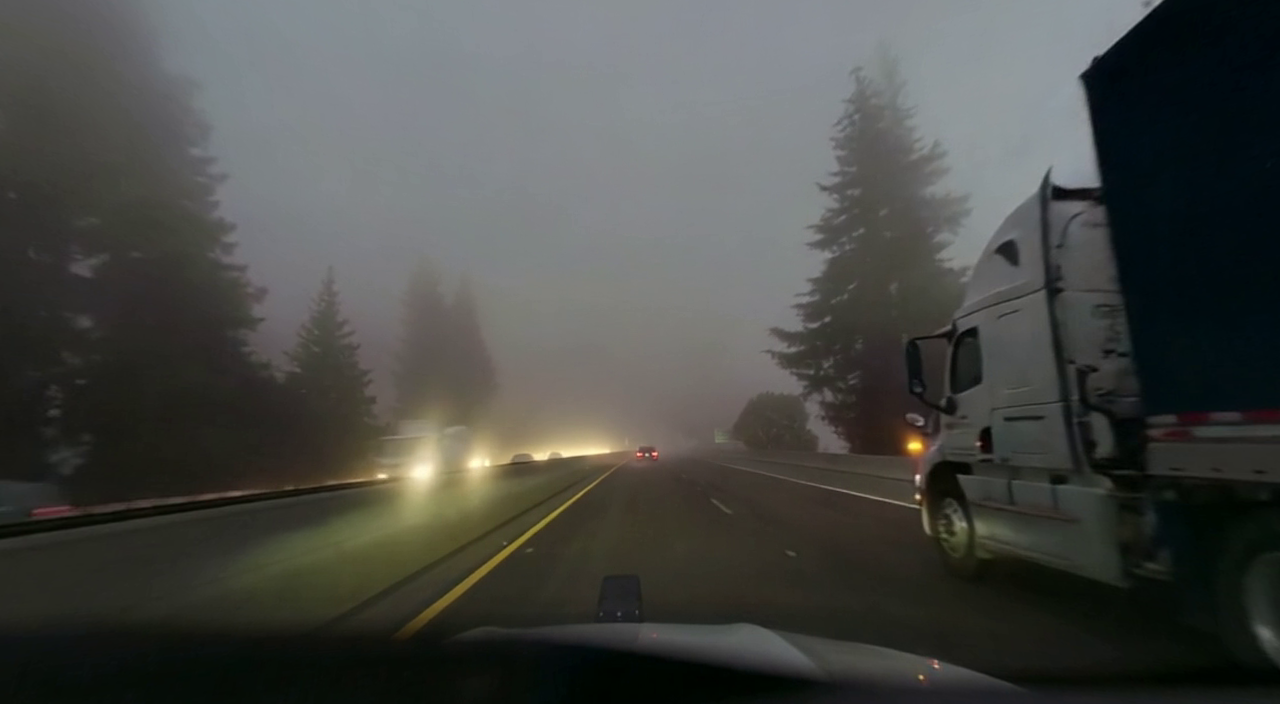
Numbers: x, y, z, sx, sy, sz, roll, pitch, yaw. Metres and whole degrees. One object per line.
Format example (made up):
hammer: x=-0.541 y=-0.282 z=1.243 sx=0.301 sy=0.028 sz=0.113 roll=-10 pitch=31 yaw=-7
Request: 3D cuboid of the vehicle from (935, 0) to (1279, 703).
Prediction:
vehicle: x=4.666 y=-0.302 z=3.047 sx=2.961 sy=3.994 sz=6.537 roll=-1 pitch=-9 yaw=-1

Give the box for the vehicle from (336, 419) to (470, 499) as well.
vehicle: x=-9.000 y=4.189 z=24.883 sx=2.380 sy=2.679 sz=7.252 roll=0 pitch=-9 yaw=1

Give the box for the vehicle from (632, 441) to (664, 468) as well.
vehicle: x=0.543 y=7.077 z=43.392 sx=2.098 sy=1.692 sz=4.038 roll=0 pitch=-9 yaw=0

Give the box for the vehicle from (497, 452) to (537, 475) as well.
vehicle: x=-8.459 y=7.698 z=43.388 sx=1.911 sy=1.493 sz=4.149 roll=0 pitch=-9 yaw=1
